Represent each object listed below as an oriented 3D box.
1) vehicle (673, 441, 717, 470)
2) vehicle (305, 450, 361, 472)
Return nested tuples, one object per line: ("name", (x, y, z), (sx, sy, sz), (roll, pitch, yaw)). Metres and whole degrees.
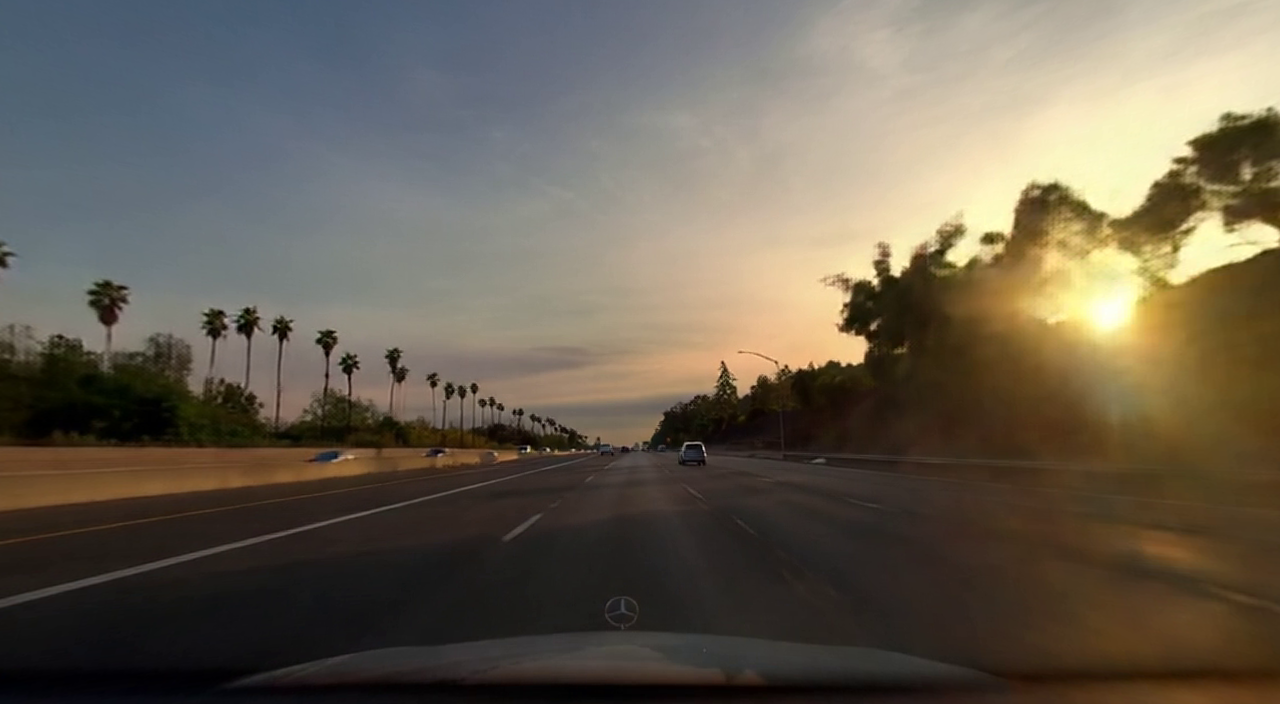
("vehicle", (3.245, 6.280, 38.422), (2.130, 1.677, 4.317), (0, -9, -2))
("vehicle", (-23.392, 8.306, 48.353), (2.026, 1.511, 4.524), (0, -9, 1))
